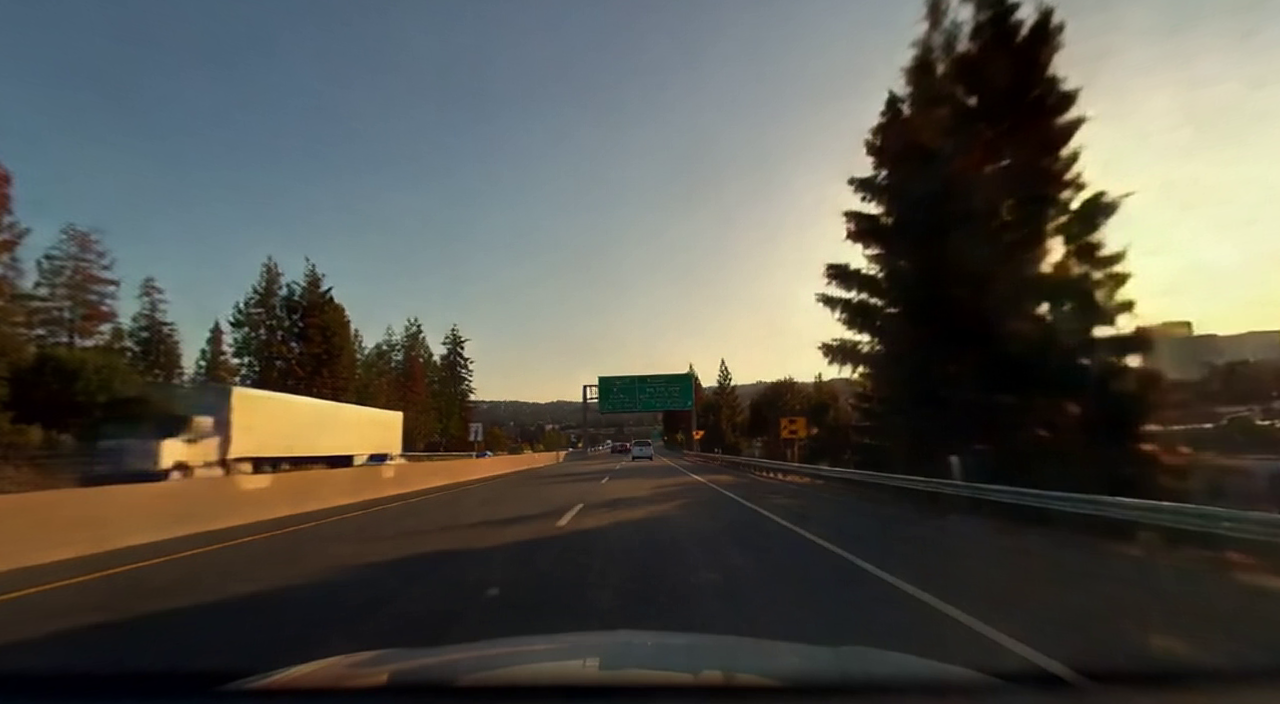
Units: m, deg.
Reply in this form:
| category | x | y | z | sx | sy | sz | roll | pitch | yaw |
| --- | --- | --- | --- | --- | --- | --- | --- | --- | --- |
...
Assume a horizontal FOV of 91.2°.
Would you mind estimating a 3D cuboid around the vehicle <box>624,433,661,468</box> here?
| category | x | y | z | sx | sy | sz | roll | pitch | yaw |
| --- | --- | --- | --- | --- | --- | --- | --- | --- | --- |
| vehicle | 0.205 | 6.501 | 41.294 | 2.268 | 2.122 | 4.595 | -1 | -9 | 1 |

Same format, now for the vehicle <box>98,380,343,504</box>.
| category | x | y | z | sx | sy | sz | roll | pitch | yaw |
| --- | --- | --- | --- | --- | --- | --- | --- | --- | --- |
| vehicle | -16.160 | 3.710 | 25.663 | 3.002 | 4.004 | 10.140 | 0 | -9 | 0 |
